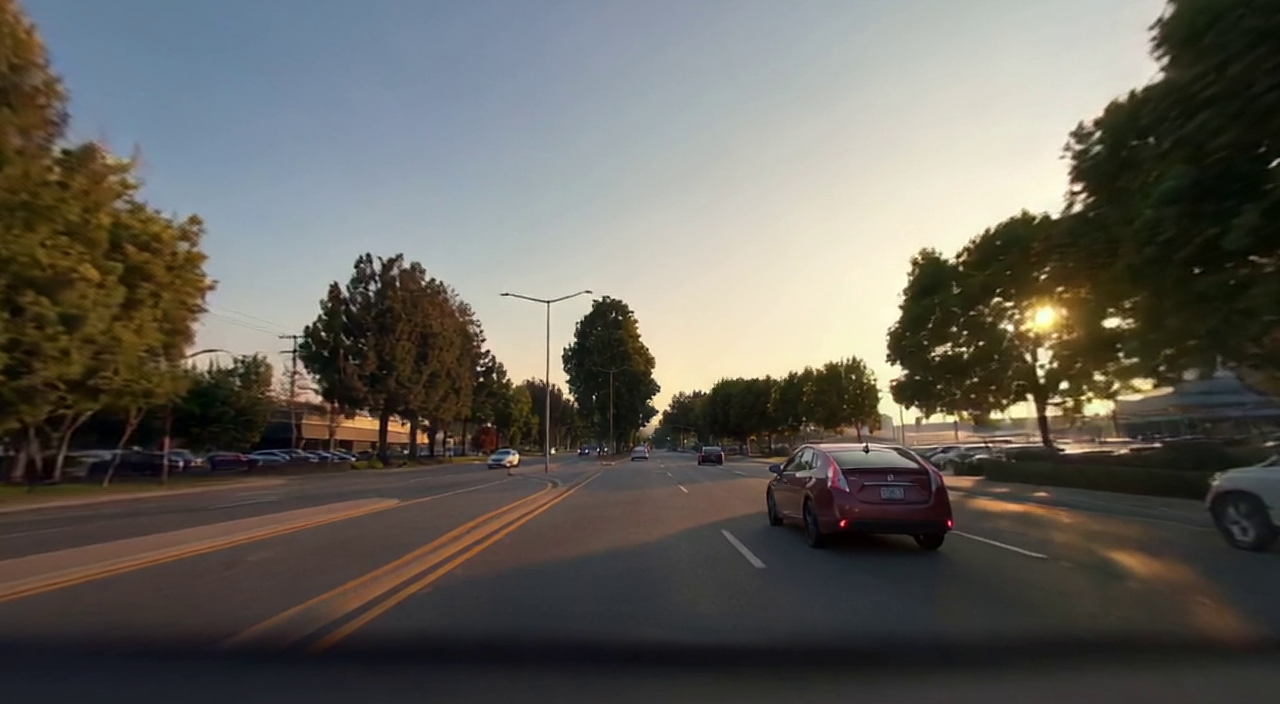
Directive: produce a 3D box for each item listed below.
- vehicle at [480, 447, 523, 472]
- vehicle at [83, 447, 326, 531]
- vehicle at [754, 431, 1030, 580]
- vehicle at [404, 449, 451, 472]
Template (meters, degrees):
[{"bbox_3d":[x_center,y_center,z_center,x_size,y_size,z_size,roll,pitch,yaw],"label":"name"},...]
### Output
[{"bbox_3d":[-8.862,6.908,40.432,1.853,1.504,3.791,0,-9,1],"label":"vehicle"},{"bbox_3d":[-8.882,2.776,13.434,1.919,1.474,4.444,0,-9,1],"label":"vehicle"},{"bbox_3d":[2.974,1.897,8.655,1.935,1.501,4.384,0,-8,-1],"label":"vehicle"},{"bbox_3d":[-15.770,8.058,46.807,1.951,1.628,4.325,0,-9,1],"label":"vehicle"}]
